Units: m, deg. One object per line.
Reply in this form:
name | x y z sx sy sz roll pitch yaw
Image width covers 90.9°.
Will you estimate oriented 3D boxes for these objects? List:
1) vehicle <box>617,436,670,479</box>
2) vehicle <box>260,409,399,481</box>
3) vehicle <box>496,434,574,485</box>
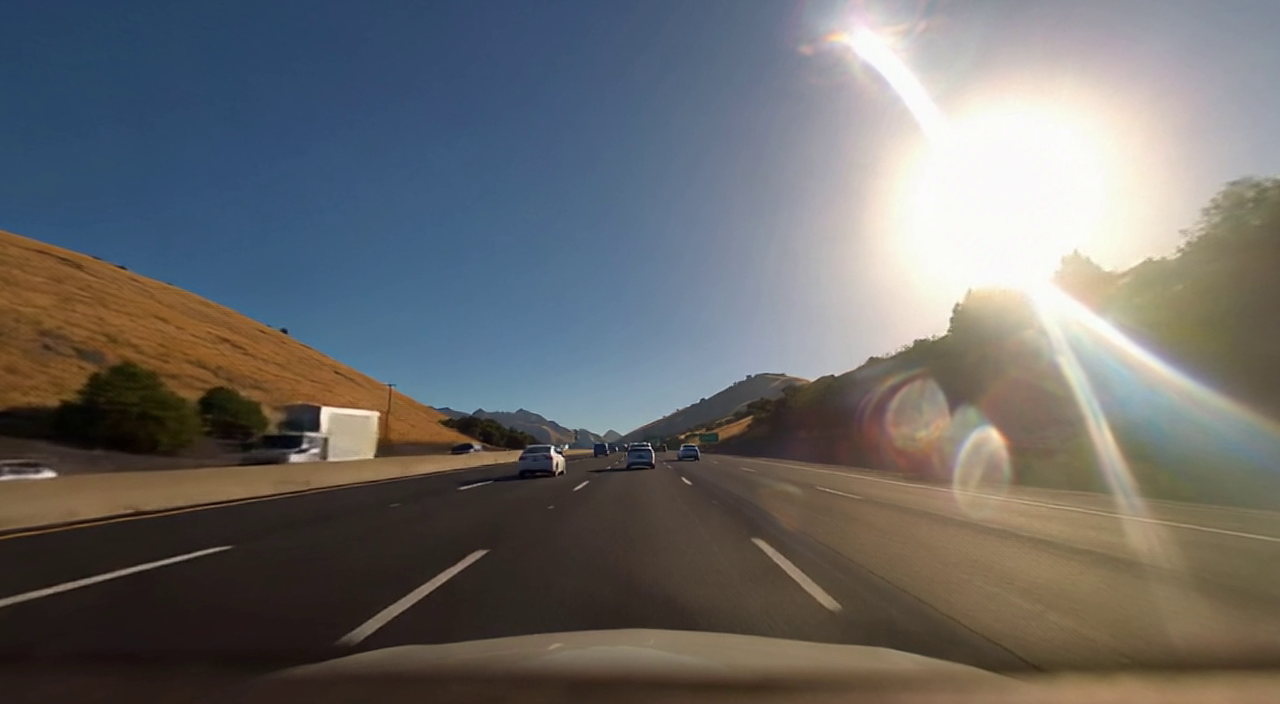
vehicle | 0.128 4.469 27.045 2.086 1.685 4.206 0 -8 0
vehicle | -12.869 3.957 26.894 2.460 2.683 6.610 0 -8 0
vehicle | -3.752 3.921 23.255 2.076 1.690 4.113 0 -8 1
